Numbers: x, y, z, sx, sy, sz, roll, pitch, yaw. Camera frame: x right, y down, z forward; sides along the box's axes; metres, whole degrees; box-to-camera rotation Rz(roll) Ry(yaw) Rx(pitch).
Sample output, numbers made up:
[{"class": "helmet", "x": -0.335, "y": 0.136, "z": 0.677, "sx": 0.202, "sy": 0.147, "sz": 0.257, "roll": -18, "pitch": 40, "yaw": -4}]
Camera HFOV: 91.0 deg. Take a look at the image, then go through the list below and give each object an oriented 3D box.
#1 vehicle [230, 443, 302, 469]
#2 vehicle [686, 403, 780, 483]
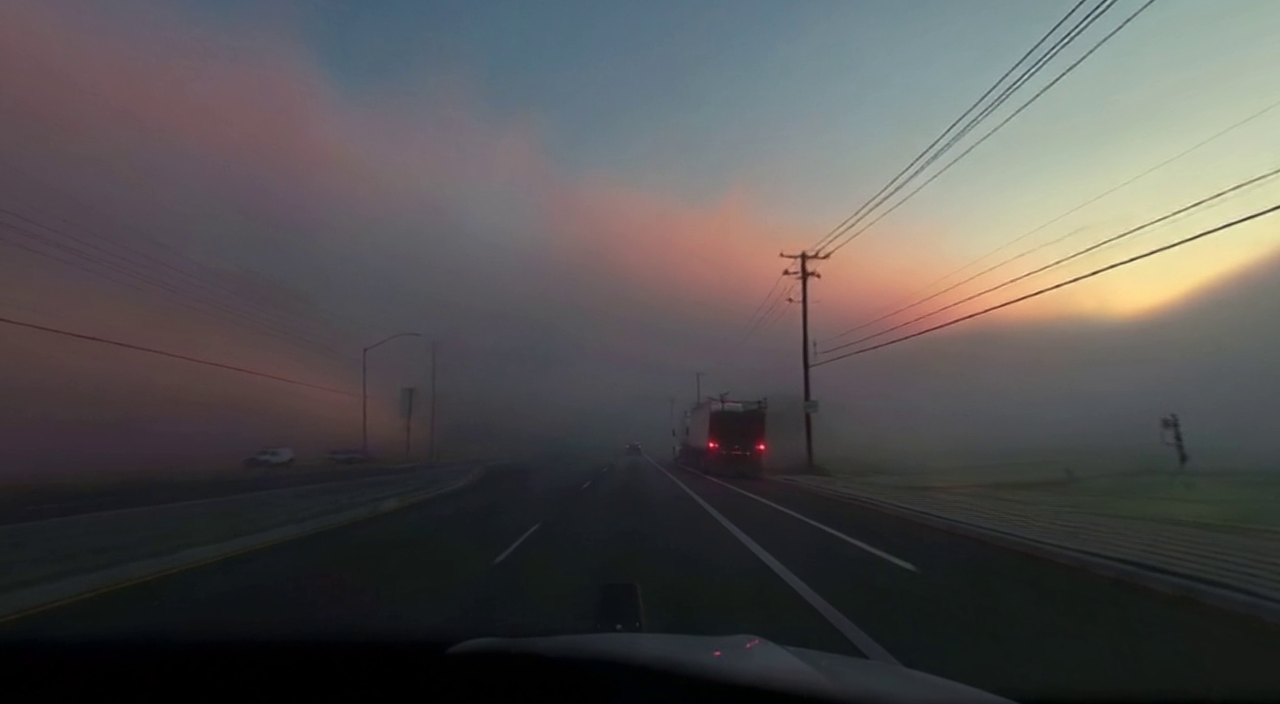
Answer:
[{"class": "vehicle", "x": -26.025, "y": 7.241, "z": 44.021, "sx": 1.950, "sy": 1.658, "sz": 4.576, "roll": 0, "pitch": -8, "yaw": 4}, {"class": "vehicle", "x": 3.662, "y": 3.856, "z": 26.609, "sx": 2.706, "sy": 2.880, "sz": 7.117, "roll": 1, "pitch": -8, "yaw": -1}]
